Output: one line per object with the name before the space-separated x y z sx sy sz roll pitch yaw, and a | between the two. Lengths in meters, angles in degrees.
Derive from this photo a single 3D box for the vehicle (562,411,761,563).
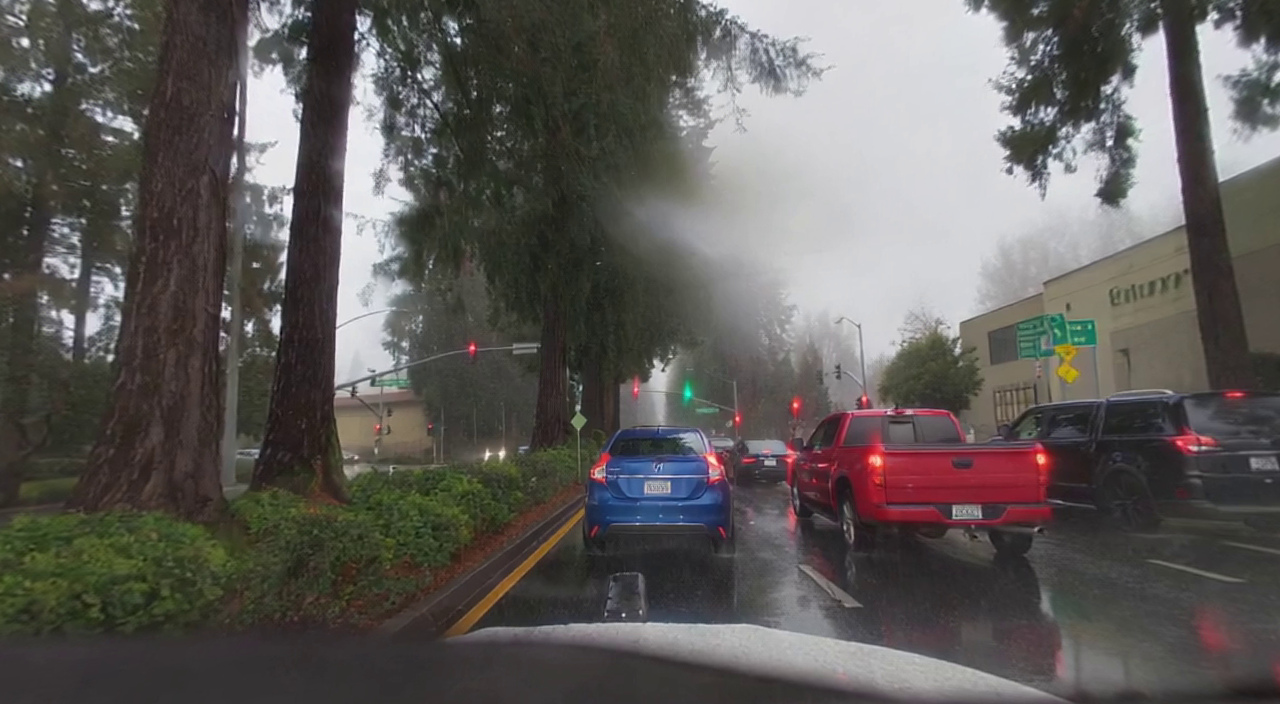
vehicle | 0.242 1.776 8.966 2.168 1.641 4.039 0 -8 0

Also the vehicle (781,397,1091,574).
vehicle | 3.392 1.628 8.400 2.099 1.725 4.290 0 -8 1
